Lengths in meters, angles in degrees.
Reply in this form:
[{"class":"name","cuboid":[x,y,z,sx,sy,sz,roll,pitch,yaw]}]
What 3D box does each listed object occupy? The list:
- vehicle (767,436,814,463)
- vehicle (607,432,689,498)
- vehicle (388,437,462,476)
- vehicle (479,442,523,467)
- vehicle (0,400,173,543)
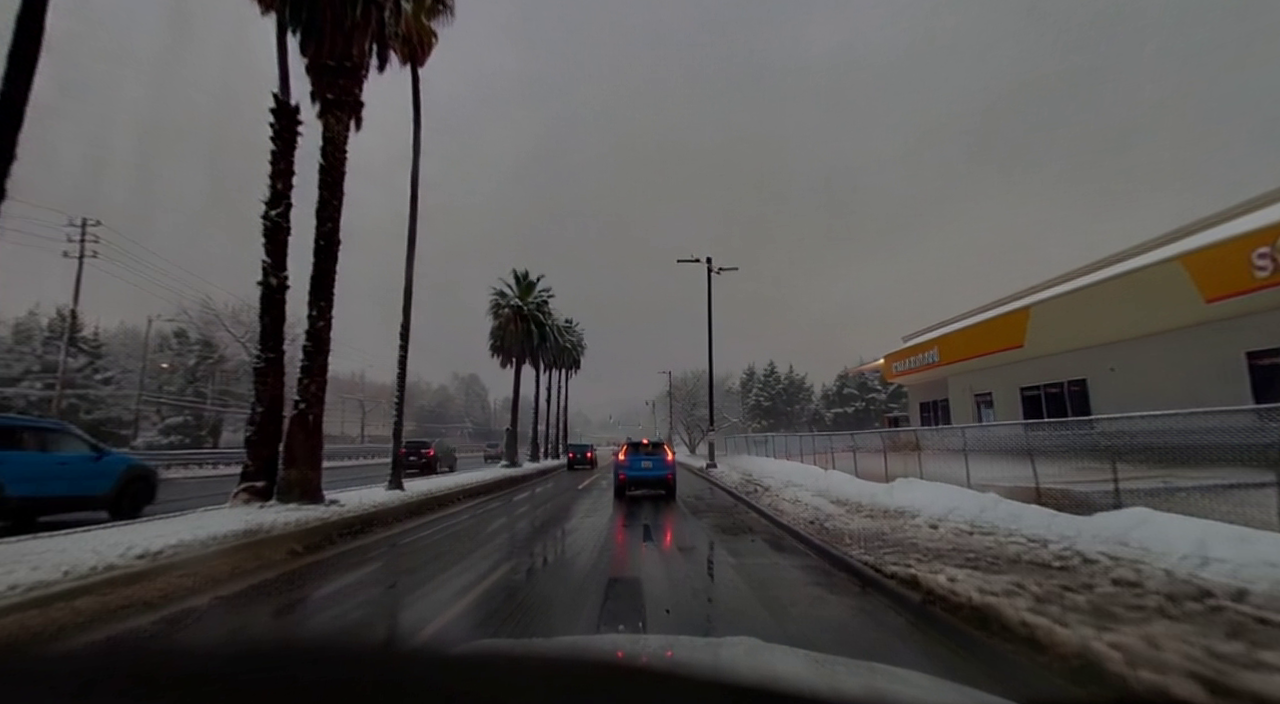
[{"class":"vehicle","cuboid":[8.517,5.475,35.280,1.837,1.416,3.947,-4,-9,23]},{"class":"vehicle","cuboid":[0.256,3.242,18.342,2.121,1.710,3.893,0,-9,1]},{"class":"vehicle","cuboid":[-10.307,5.052,30.472,1.965,1.743,4.327,0,-9,1]},{"class":"vehicle","cuboid":[-10.214,7.565,46.517,1.998,1.731,4.952,0,-9,1]},{"class":"vehicle","cuboid":[-9.890,1.685,8.962,2.269,1.934,5.350,0,-9,0]}]
